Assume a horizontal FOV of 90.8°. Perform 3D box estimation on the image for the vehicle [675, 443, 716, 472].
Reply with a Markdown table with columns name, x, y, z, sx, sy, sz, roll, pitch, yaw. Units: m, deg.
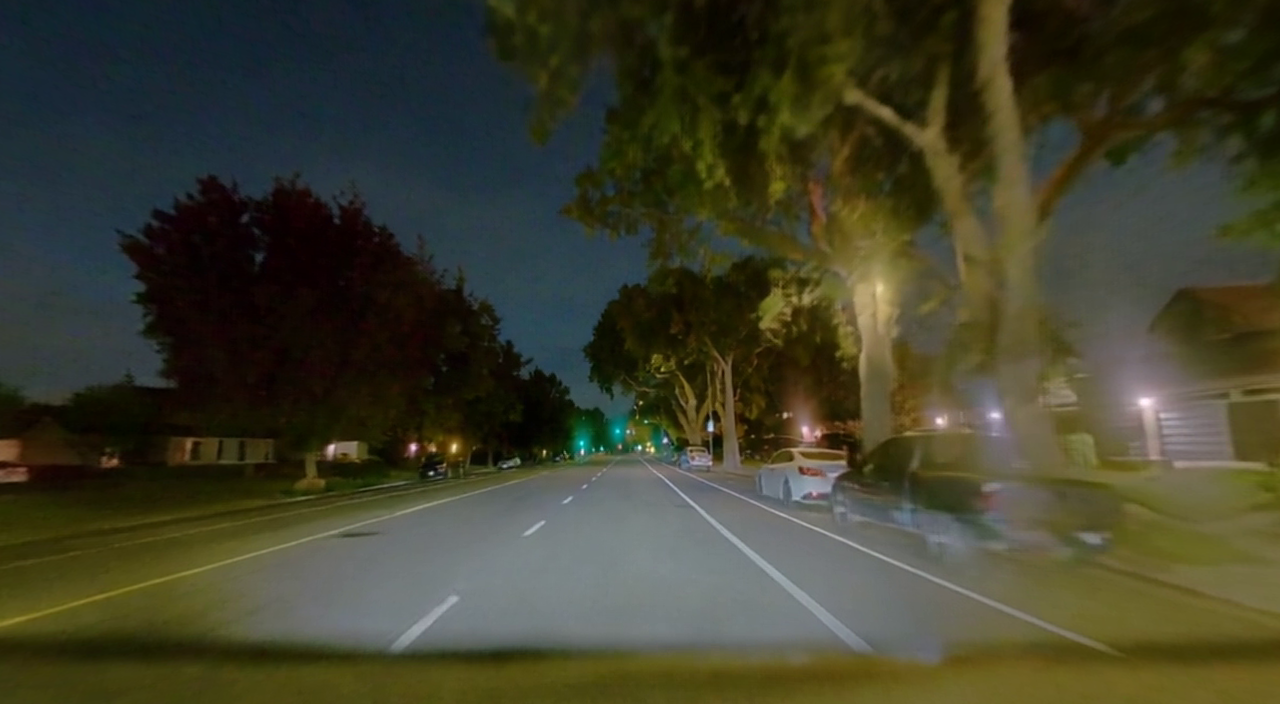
| name | x | y | z | sx | sy | sz | roll | pitch | yaw |
| --- | --- | --- | --- | --- | --- | --- | --- | --- | --- |
| vehicle | 3.378 | 6.502 | 39.312 | 2.007 | 1.657 | 4.362 | 0 | -8 | -2 |

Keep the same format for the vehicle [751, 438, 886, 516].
| name | x | y | z | sx | sy | sz | roll | pitch | yaw |
| --- | --- | --- | --- | --- | --- | --- | --- | --- | --- |
| vehicle | 3.940 | 2.808 | 14.774 | 1.901 | 1.521 | 4.204 | -1 | -8 | 0 |

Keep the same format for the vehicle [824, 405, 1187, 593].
| name | x | y | z | sx | sy | sz | roll | pitch | yaw |
| --- | --- | --- | --- | --- | --- | --- | --- | --- | --- |
| vehicle | 4.066 | 1.691 | 8.165 | 1.915 | 1.715 | 4.451 | 0 | -8 | -1 |

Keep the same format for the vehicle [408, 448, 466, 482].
| name | x | y | z | sx | sy | sz | roll | pitch | yaw |
| --- | --- | --- | --- | --- | --- | --- | --- | --- | --- |
| vehicle | -11.571 | 6.429 | 36.289 | 2.091 | 1.717 | 4.392 | 0 | -8 | -3 |
